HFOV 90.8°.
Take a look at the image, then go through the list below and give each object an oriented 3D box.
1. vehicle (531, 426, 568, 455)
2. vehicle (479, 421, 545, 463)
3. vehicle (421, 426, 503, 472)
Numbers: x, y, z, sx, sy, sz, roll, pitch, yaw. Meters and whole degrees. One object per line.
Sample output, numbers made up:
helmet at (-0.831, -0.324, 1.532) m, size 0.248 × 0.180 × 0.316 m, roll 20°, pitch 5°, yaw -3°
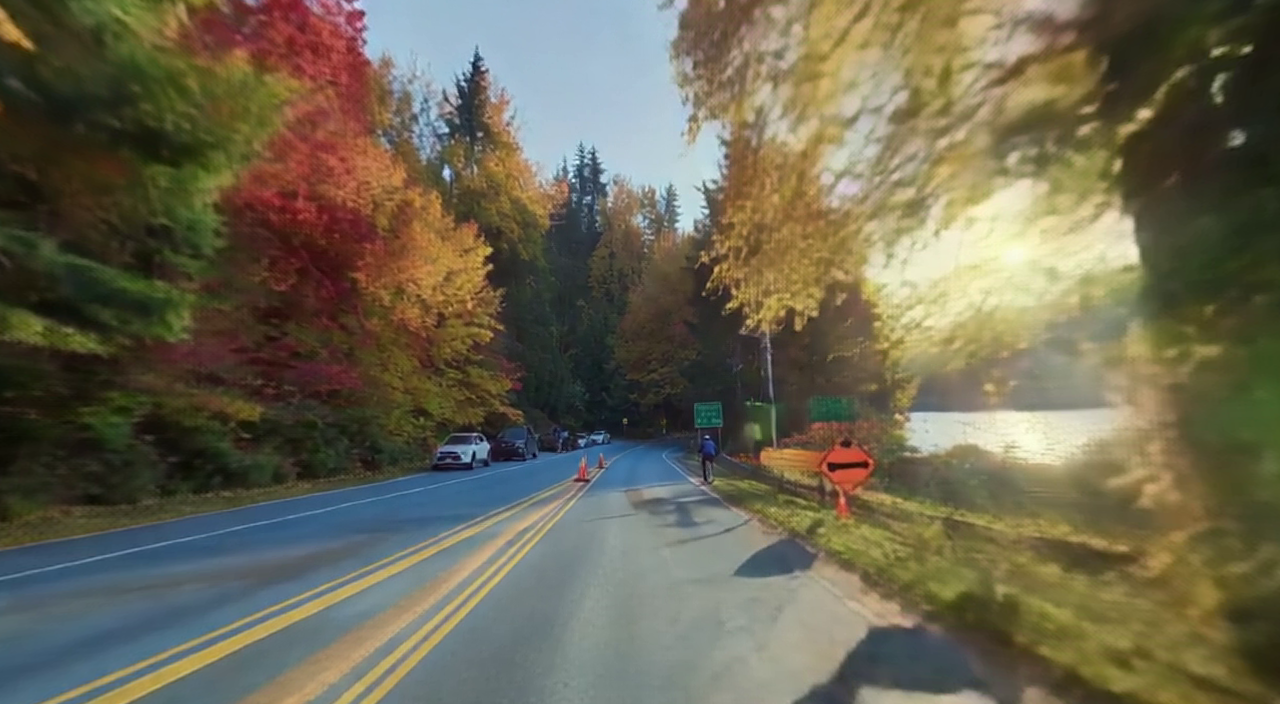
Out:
vehicle at (-6.944, 6.896, 48.911) m, size 1.955 × 1.908 × 4.680 m, roll -5°, pitch -9°, yaw 0°
vehicle at (-7.052, 5.061, 35.370) m, size 2.312 × 2.075 × 5.748 m, roll -3°, pitch -9°, yaw 2°
vehicle at (-7.631, 4.178, 27.502) m, size 1.991 × 1.759 × 4.443 m, roll -3°, pitch -8°, yaw 5°
